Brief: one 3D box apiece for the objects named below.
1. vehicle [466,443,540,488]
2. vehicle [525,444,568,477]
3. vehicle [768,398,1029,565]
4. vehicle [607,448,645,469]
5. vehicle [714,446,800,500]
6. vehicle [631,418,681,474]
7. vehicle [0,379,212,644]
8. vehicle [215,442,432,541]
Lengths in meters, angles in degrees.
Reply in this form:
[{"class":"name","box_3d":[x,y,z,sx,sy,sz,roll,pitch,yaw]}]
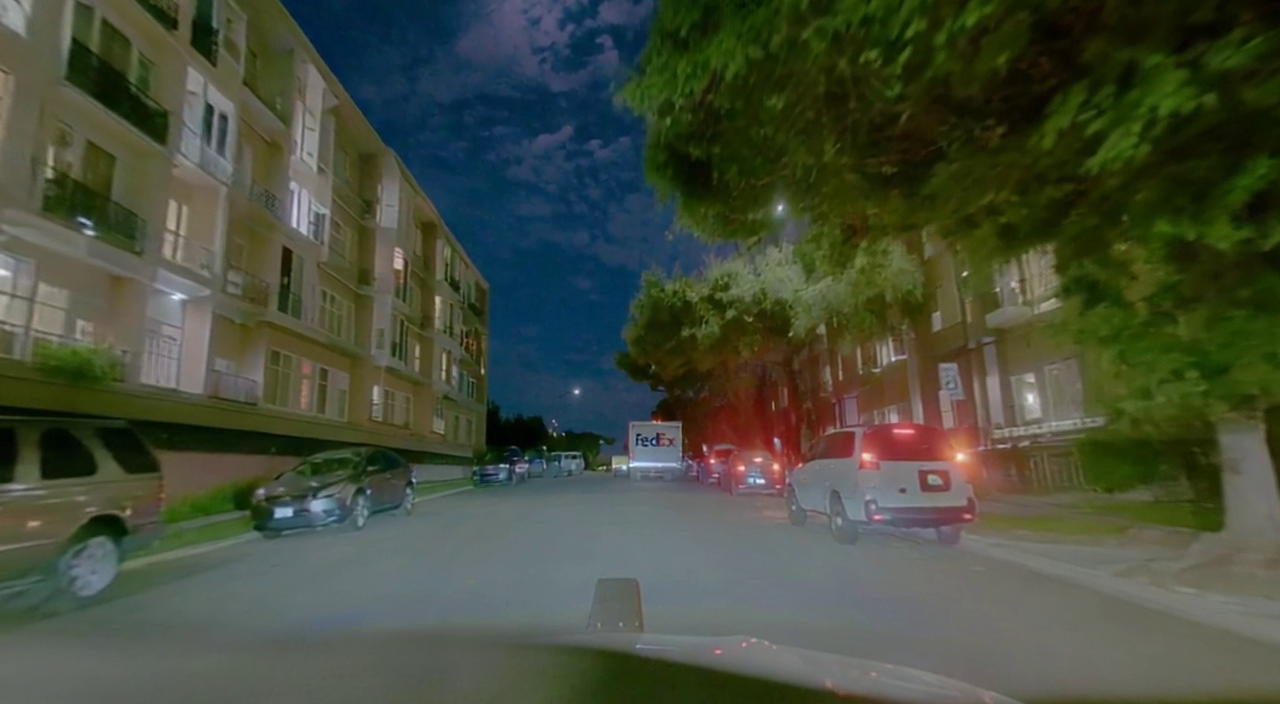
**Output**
[{"class":"vehicle","box_3d":[-5.722,4.775,26.974,2.089,1.757,4.256,0,-8,2]},{"class":"vehicle","box_3d":[-5.580,6.503,38.191,2.020,1.867,4.654,0,-8,-1]},{"class":"vehicle","box_3d":[3.616,1.887,9.887,2.099,2.018,4.087,0,-8,-4]},{"class":"vehicle","box_3d":[-1.029,8.299,49.332,1.981,1.500,3.992,-2,-9,14]},{"class":"vehicle","box_3d":[3.547,3.718,19.922,1.877,1.500,4.407,0,-8,0]},{"class":"vehicle","box_3d":[0.898,6.189,41.671,2.930,3.275,8.180,0,-8,-1]},{"class":"vehicle","box_3d":[-5.672,1.133,4.430,2.098,1.894,4.616,0,-8,-1]},{"class":"vehicle","box_3d":[-5.756,2.547,12.245,1.888,1.546,4.306,0,-8,1]}]
